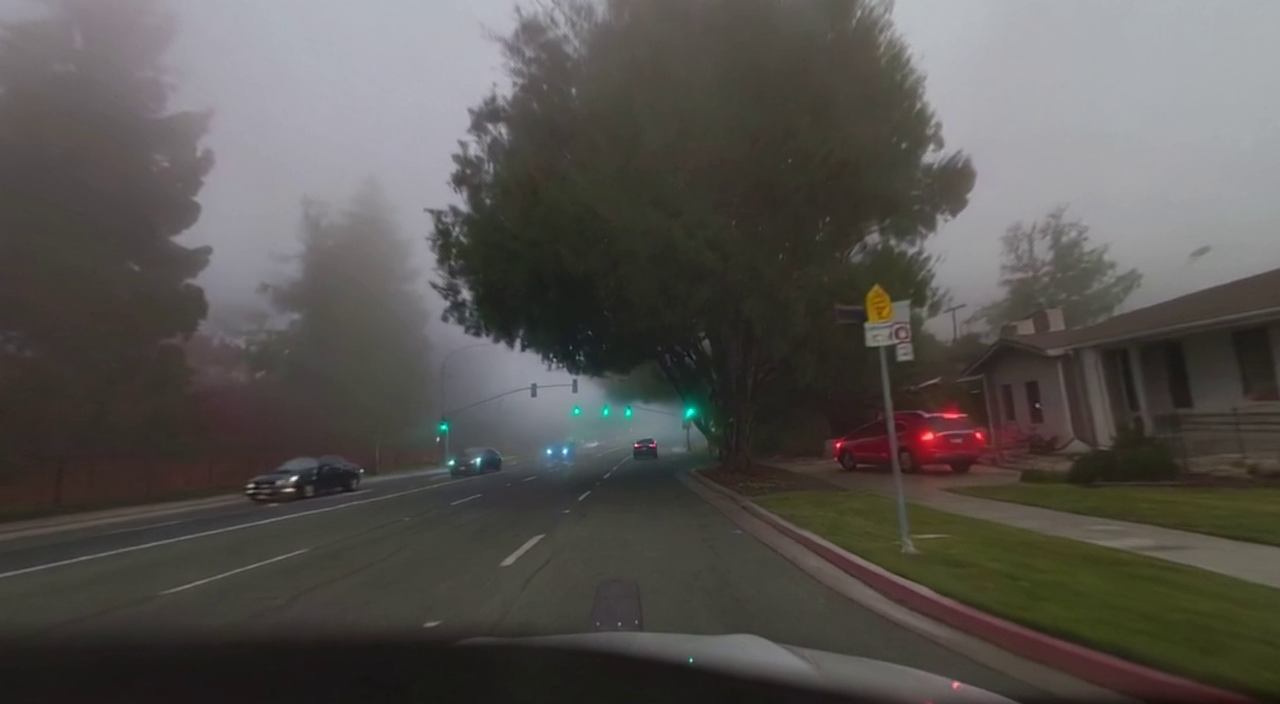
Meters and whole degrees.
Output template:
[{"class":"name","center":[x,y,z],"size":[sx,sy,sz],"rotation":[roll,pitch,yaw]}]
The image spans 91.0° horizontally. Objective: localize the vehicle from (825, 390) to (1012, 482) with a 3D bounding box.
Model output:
[{"class":"vehicle","center":[7.944,2.592,19.104],"size":[2.531,2.263,6.802],"rotation":[0,-9,0]}]

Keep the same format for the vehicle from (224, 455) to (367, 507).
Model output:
[{"class":"vehicle","center":[-11.803,4.416,22.062],"size":[2.176,1.528,4.750],"rotation":[-1,-8,3]}]

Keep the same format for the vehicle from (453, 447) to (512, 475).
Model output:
[{"class":"vehicle","center":[-10.269,7.132,41.488],"size":[2.297,1.566,4.908],"rotation":[-3,-9,5]}]

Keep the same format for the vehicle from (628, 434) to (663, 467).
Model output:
[{"class":"vehicle","center":[0.339,6.112,39.191],"size":[2.059,1.908,4.714],"rotation":[0,-8,0]}]
